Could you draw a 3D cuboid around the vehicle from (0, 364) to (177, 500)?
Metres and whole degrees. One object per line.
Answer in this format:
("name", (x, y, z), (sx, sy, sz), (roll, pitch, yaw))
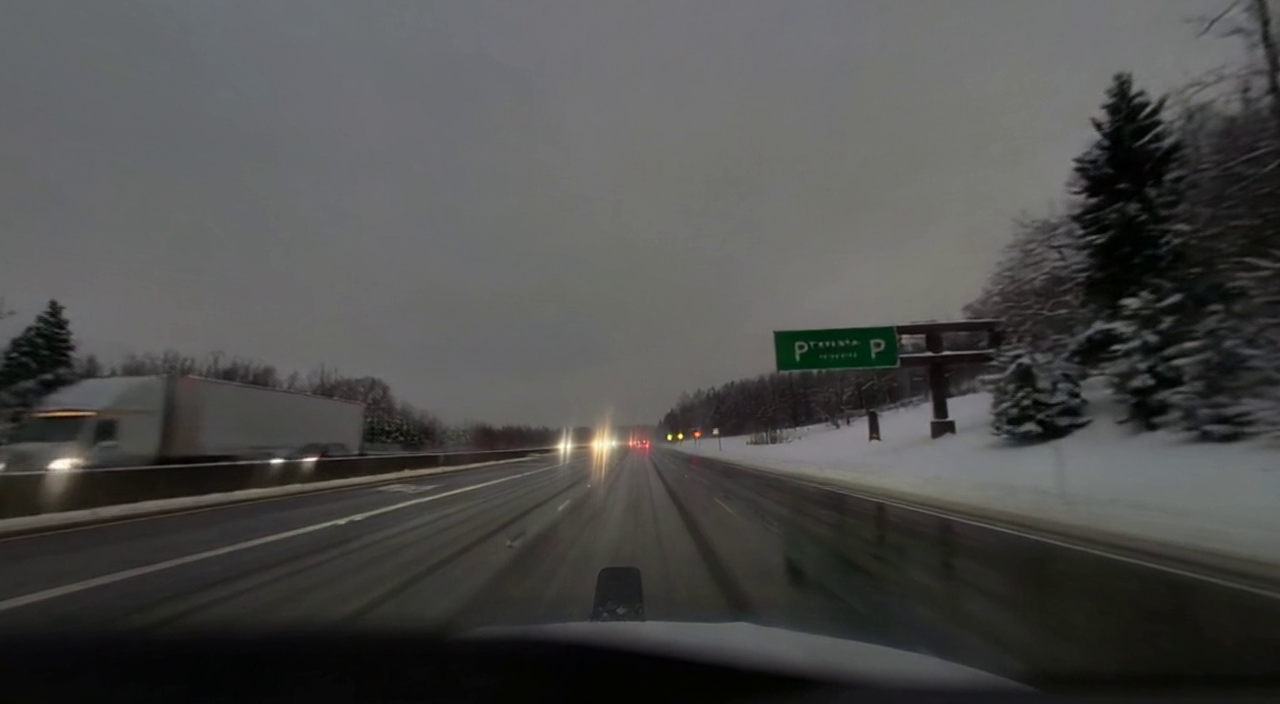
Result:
("vehicle", (-18.527, 2.698, 21.185), (3.251, 4.162, 3.126), (0, -9, 0))

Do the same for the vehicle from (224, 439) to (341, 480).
("vehicle", (-14.594, 4.428, 26.133), (2.058, 1.513, 4.691), (0, -9, 1))
